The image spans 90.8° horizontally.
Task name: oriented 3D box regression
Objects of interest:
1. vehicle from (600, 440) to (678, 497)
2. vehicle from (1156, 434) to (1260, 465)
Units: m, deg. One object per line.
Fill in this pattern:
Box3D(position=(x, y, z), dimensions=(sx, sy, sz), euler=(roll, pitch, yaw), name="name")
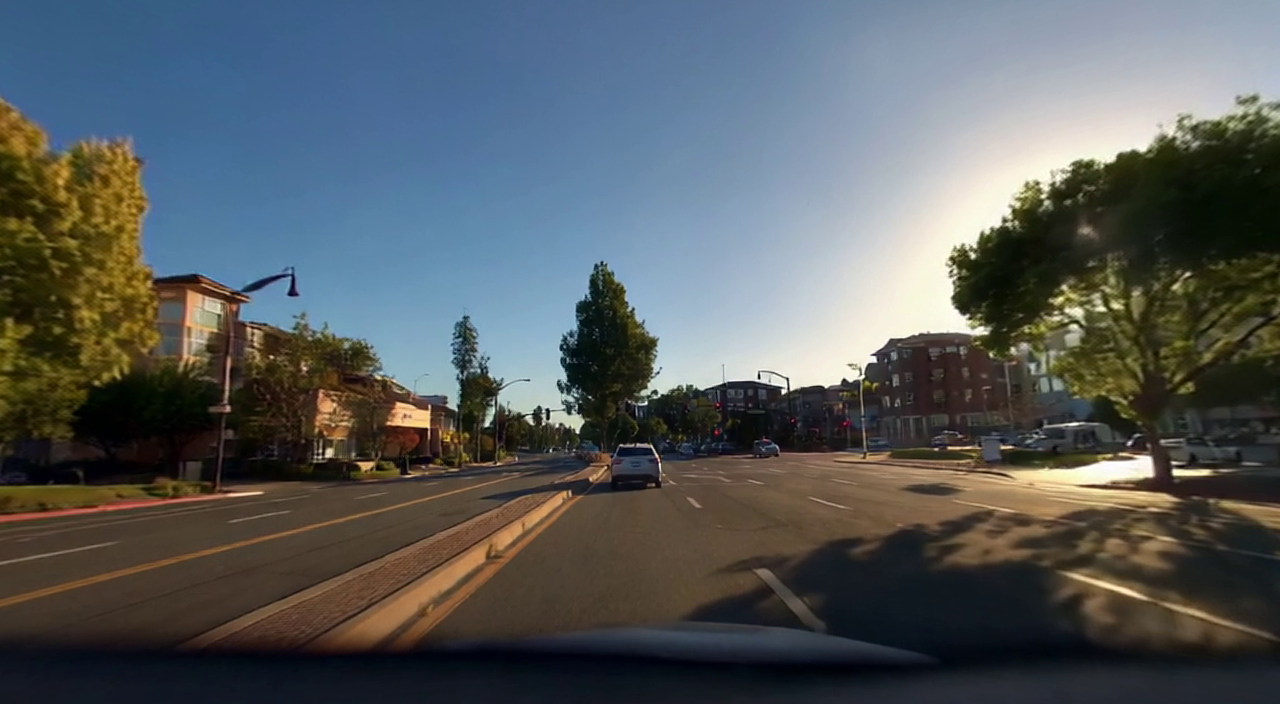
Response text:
Box3D(position=(-0.050, 3.377, 18.724), dimensions=(2.064, 1.477, 3.968), euler=(0, -9, -1), name="vehicle")
Box3D(position=(31.898, 5.479, 35.635), dimensions=(1.873, 1.588, 4.133), euler=(-2, -8, -1), name="vehicle")
